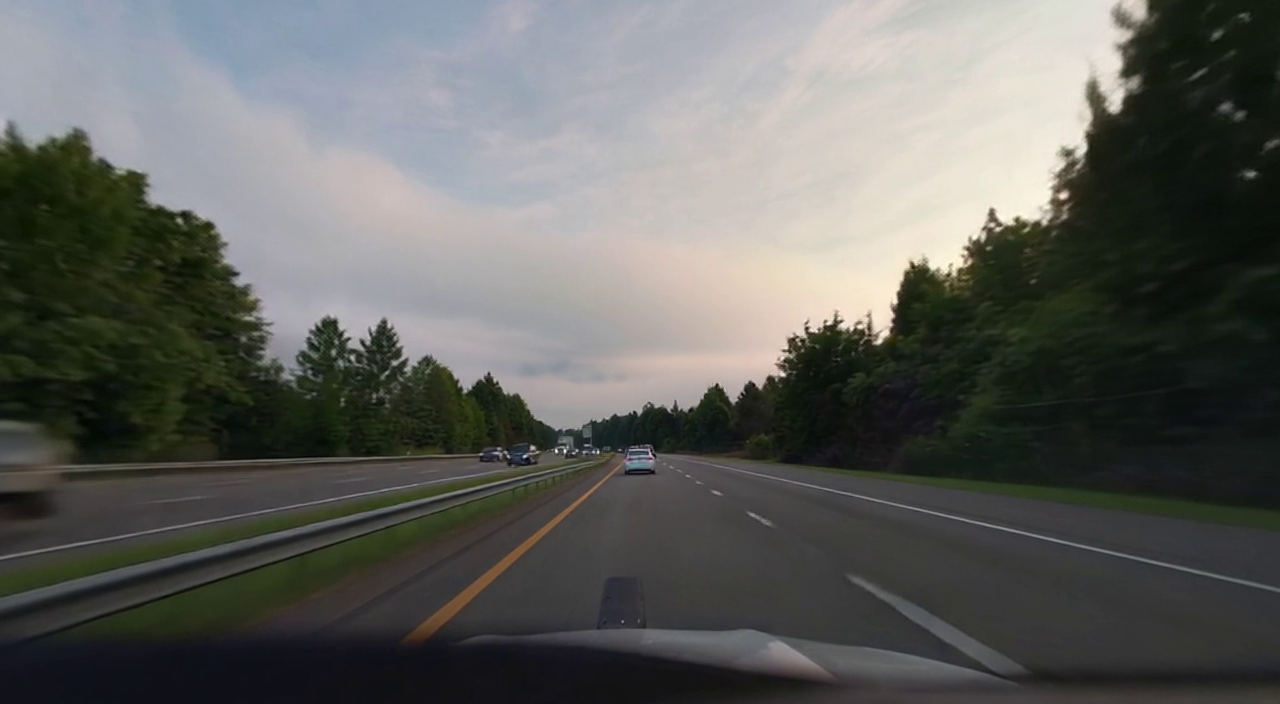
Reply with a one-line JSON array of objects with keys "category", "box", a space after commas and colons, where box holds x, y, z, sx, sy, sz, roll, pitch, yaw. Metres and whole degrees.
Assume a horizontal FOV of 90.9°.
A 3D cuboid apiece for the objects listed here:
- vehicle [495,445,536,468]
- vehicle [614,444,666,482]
[{"category": "vehicle", "box": [-8.526, 7.202, 43.553, 1.858, 1.456, 4.591, 0, -9, 0]}, {"category": "vehicle", "box": [-0.017, 4.856, 27.827, 2.114, 1.523, 4.012, 0, -9, 0]}]
